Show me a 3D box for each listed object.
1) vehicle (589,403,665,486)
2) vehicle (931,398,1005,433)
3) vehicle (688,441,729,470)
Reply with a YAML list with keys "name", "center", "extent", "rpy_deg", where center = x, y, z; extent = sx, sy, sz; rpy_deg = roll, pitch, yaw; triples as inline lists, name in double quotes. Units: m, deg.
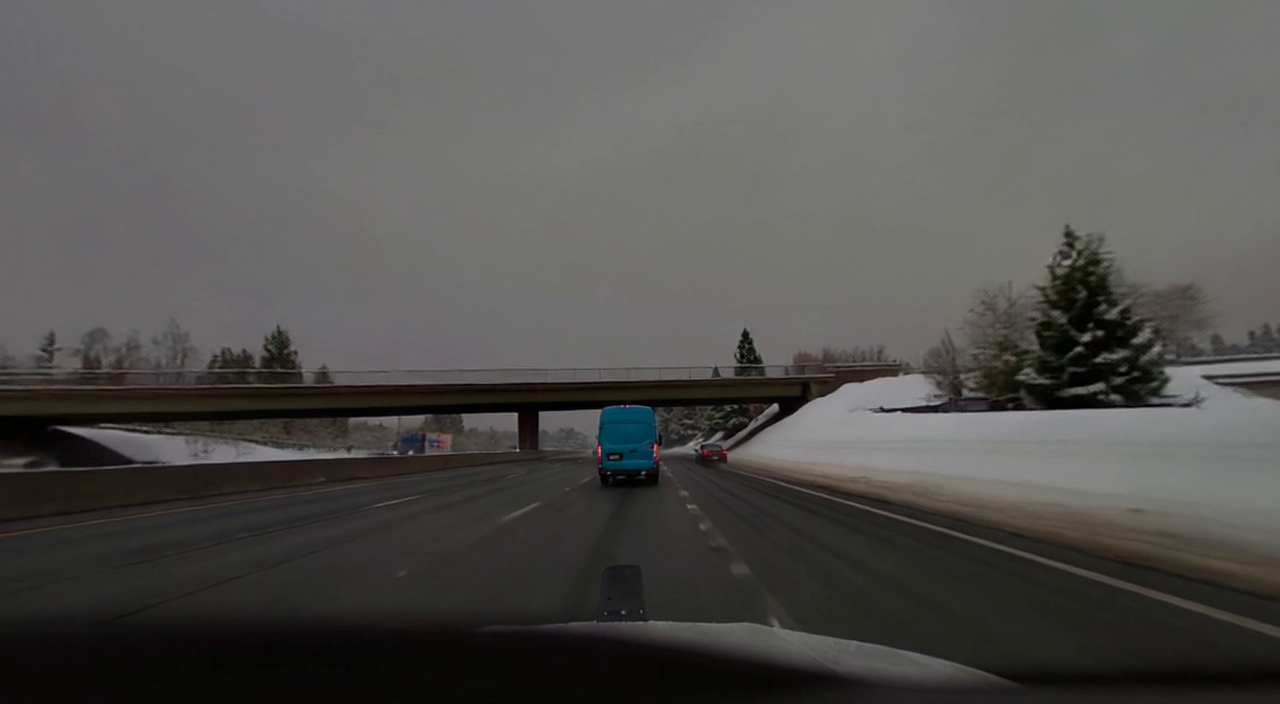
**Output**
- name: "vehicle"
  center: [-0.313, 3.503, 23.816]
  extent: [2.476, 2.776, 5.598]
  rpy_deg: [0, -9, 3]
- name: "vehicle"
  center: [23.396, 4.642, 45.126]
  extent: [2.445, 2.240, 5.659]
  rpy_deg: [-1, -8, 3]
- name: "vehicle"
  center: [4.041, 6.191, 37.675]
  extent: [1.987, 1.648, 3.984]
  rpy_deg: [0, -9, 0]
